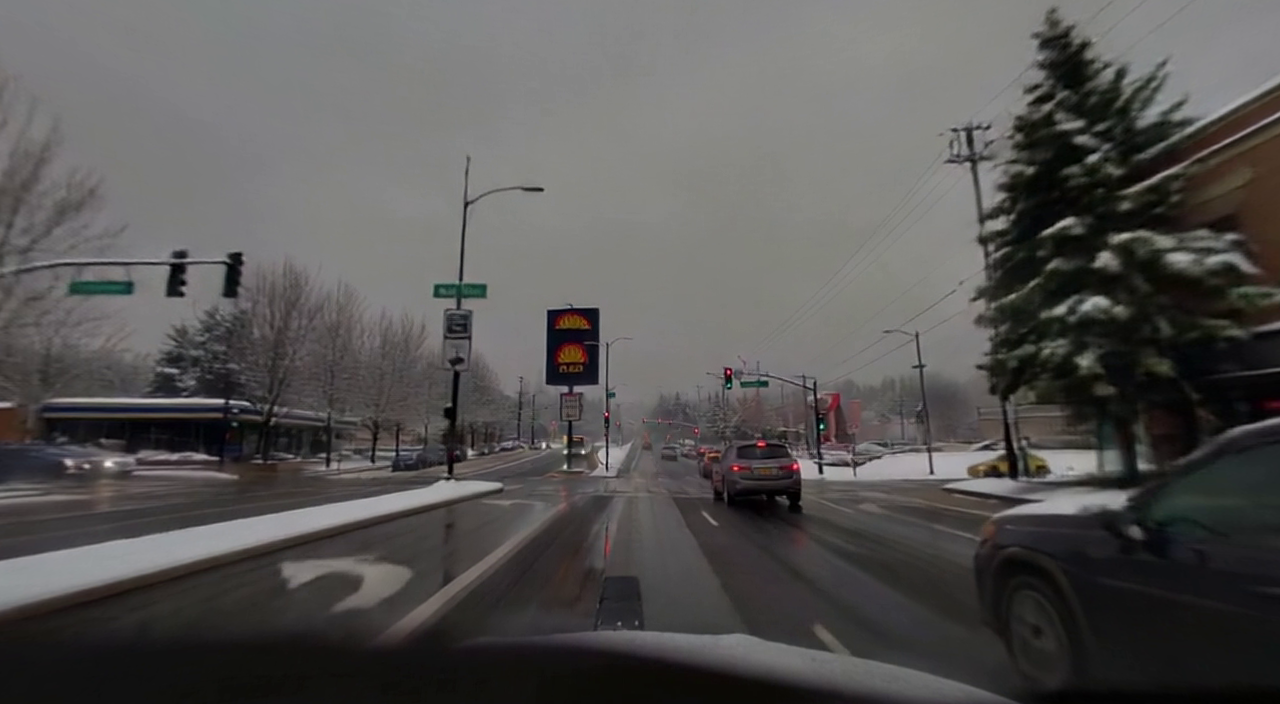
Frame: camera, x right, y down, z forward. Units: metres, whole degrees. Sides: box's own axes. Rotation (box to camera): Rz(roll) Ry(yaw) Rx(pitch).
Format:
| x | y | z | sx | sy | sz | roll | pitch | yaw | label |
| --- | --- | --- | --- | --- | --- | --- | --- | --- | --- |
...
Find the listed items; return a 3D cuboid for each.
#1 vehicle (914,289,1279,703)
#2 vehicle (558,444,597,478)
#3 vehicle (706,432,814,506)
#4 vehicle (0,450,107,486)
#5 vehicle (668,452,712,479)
| x | y | z | sx | sy | sz | roll | pitch | yaw | label |
| --- | --- | --- | --- | --- | --- | --- | --- | --- | --- |
| 2.736 | 0.661 | 1.289 | 2.183 | 1.720 | 4.842 | 0 | -8 | 0 | vehicle |
| -3.733 | 6.597 | 37.665 | 2.189 | 1.836 | 4.693 | 0 | -12 | -6 | vehicle |
| 2.989 | 3.015 | 16.700 | 1.999 | 1.679 | 4.217 | 0 | -8 | -1 | vehicle |
| -27.068 | 5.131 | 27.975 | 4.582 | 1.498 | 2.229 | 0 | -8 | -2 | vehicle |
| 2.950 | 6.793 | 38.037 | 2.282 | 1.458 | 4.362 | 0 | -8 | -1 | vehicle |
